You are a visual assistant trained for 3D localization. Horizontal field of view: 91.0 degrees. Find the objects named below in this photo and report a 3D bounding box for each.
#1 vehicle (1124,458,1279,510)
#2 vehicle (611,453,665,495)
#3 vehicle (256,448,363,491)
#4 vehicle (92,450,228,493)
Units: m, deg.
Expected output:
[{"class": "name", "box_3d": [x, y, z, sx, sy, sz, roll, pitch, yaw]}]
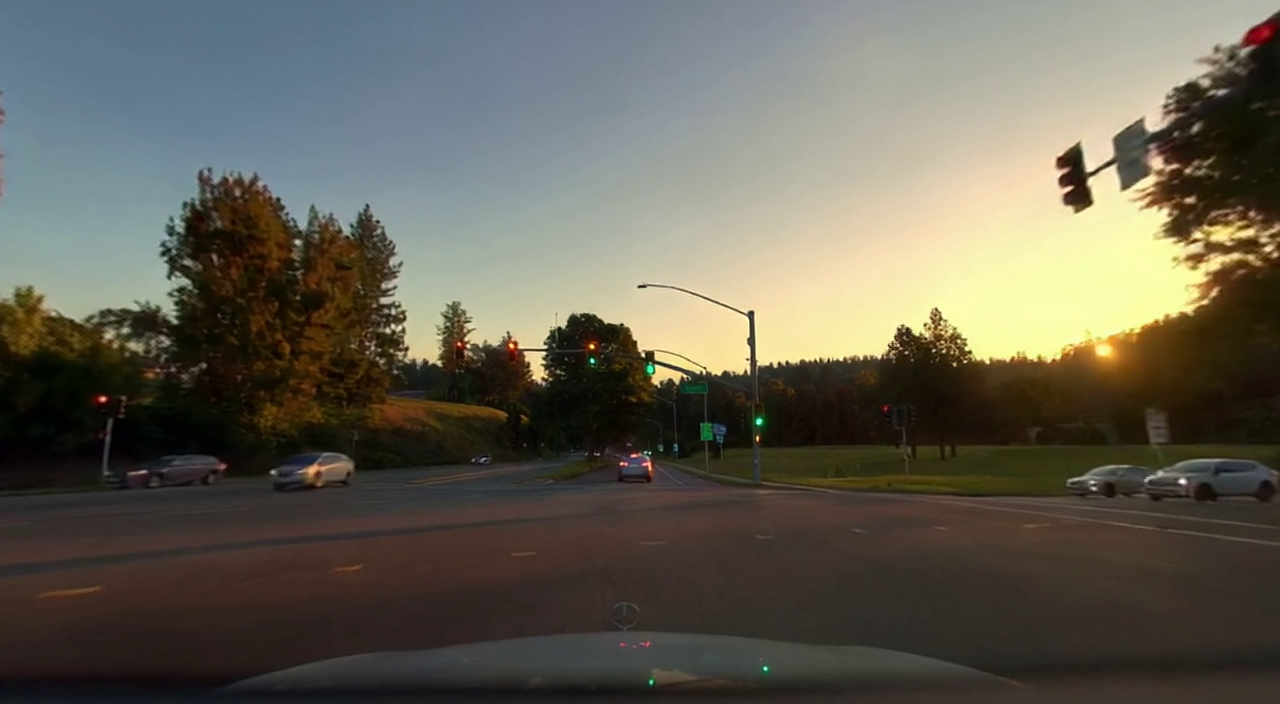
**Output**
[{"class": "vehicle", "box_3d": [18.218, 4.121, 19.893, 4.441, 1.466, 1.982, 1, -9, -9]}, {"class": "vehicle", "box_3d": [-0.070, 4.692, 24.522, 1.954, 1.469, 3.465, 0, -8, 0]}, {"class": "vehicle", "box_3d": [-14.080, 5.009, 27.172, 2.024, 1.663, 4.502, 0, -8, 3]}, {"class": "vehicle", "box_3d": [-21.746, 5.390, 28.818, 2.189, 1.720, 4.653, -1, -9, 8]}]
